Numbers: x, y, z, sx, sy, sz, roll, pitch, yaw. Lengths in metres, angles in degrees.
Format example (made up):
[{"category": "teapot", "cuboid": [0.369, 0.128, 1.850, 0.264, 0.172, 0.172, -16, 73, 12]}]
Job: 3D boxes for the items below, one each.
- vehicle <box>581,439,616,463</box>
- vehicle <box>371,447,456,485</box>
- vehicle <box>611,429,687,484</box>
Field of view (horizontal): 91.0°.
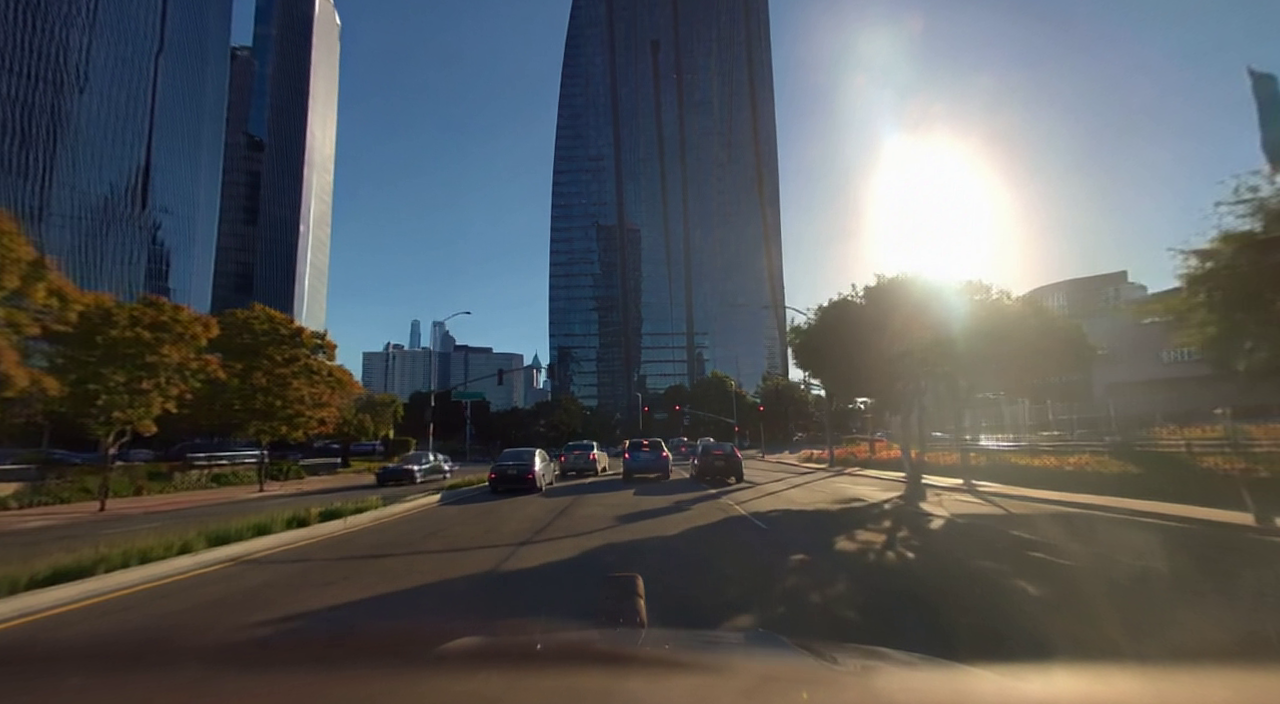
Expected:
[{"category": "vehicle", "cuboid": [-2.850, 7.003, 44.494, 2.103, 1.569, 3.861, 0, -9, 2]}, {"category": "vehicle", "cuboid": [-10.097, 5.091, 28.476, 1.967, 1.552, 4.536, 0, -9, 3]}, {"category": "vehicle", "cuboid": [0.307, 3.930, 23.838, 2.601, 1.878, 4.535, 0, -9, 0]}]
